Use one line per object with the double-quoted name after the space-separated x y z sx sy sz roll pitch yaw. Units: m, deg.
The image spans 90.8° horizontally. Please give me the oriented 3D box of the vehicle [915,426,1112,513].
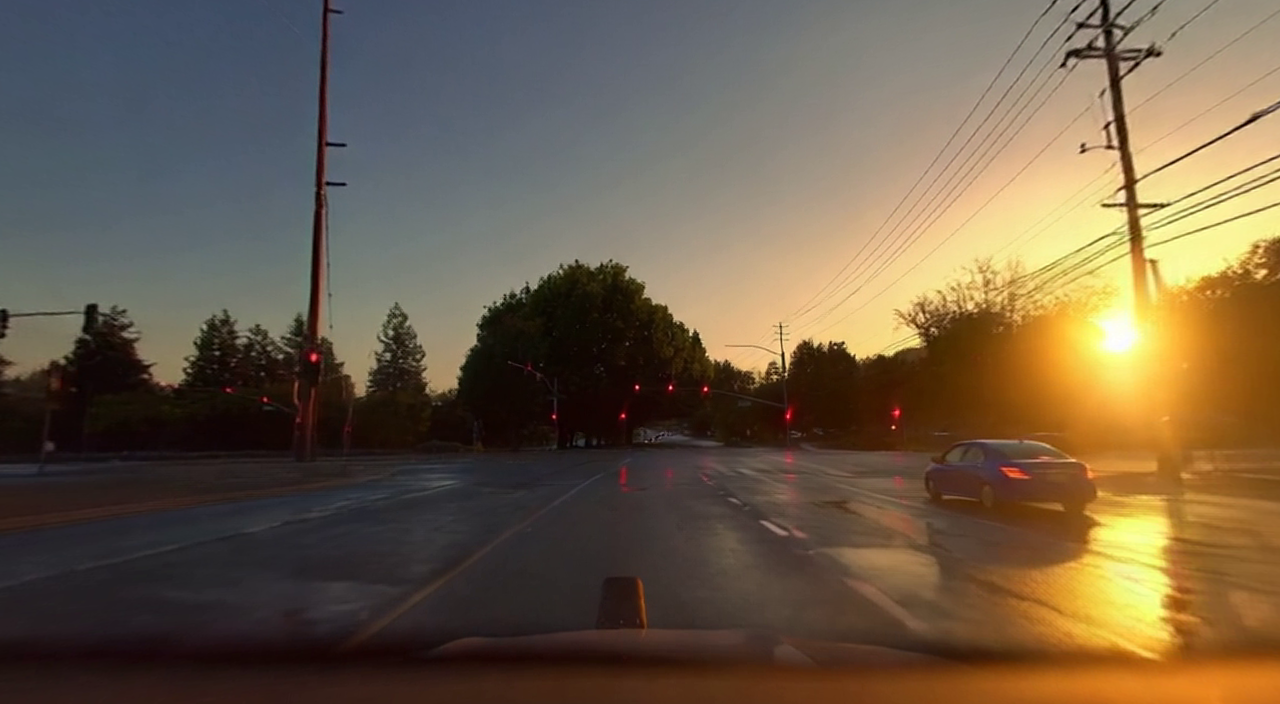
7.505 2.381 13.196 1.797 1.544 3.685 0 -9 0 "vehicle"
